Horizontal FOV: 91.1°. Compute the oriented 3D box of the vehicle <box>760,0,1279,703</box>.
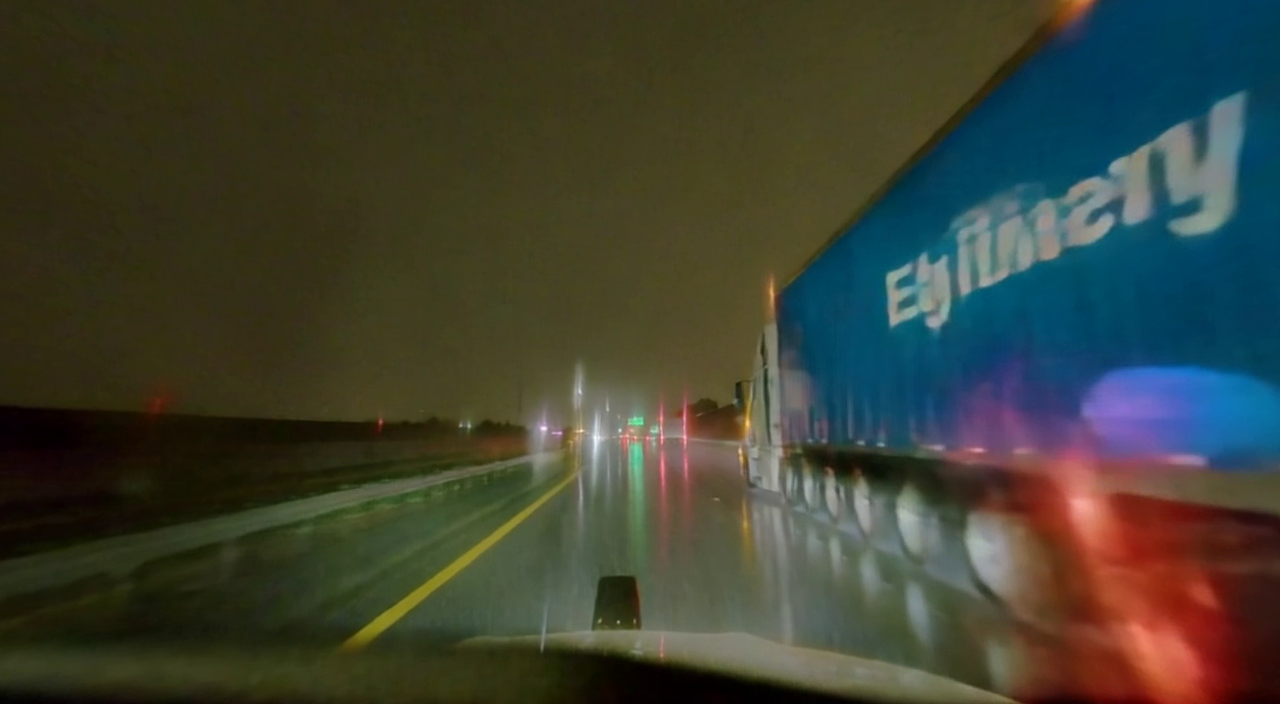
[{"bbox_3d":[3.994,0.252,7.380,2.995,3.964,10.329,0,-8,-1],"label":"vehicle"}]
